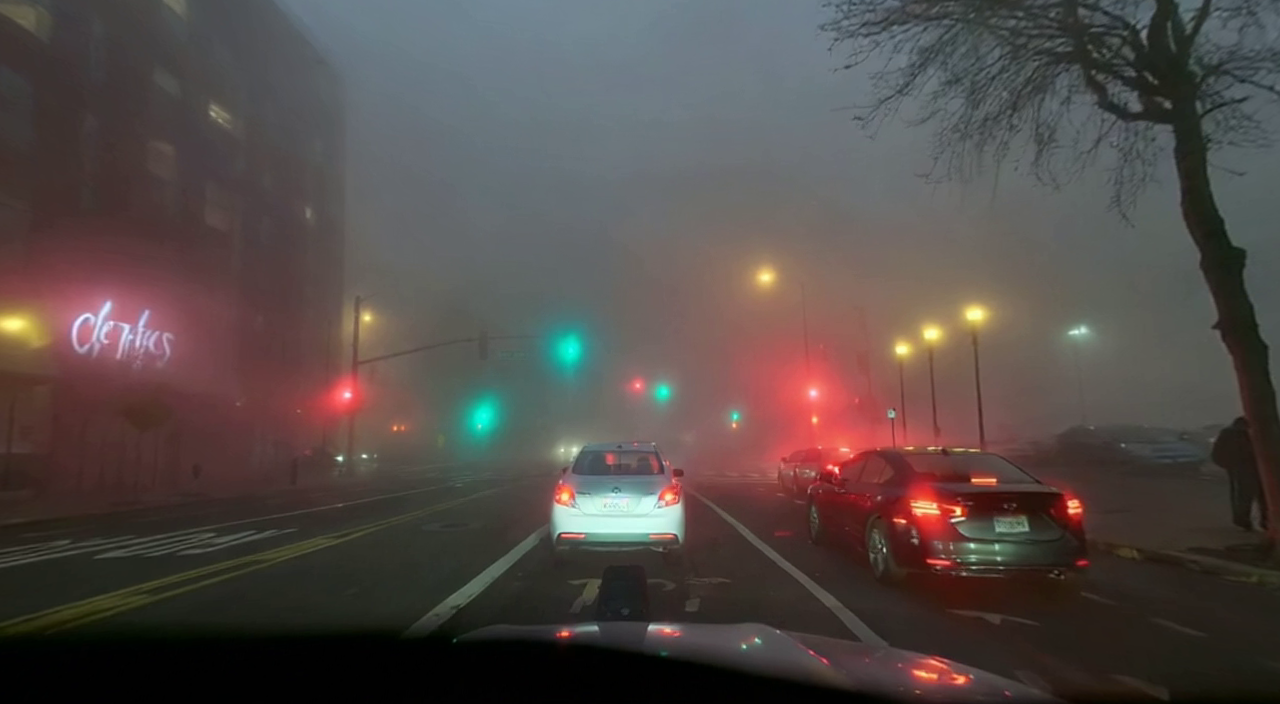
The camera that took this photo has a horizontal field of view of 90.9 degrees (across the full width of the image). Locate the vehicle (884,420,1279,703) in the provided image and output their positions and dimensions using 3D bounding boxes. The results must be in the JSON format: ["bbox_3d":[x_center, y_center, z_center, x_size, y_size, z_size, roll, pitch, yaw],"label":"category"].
[{"bbox_3d":[3.207,1.130,3.152,2.006,1.496,4.767,0,-9,-1],"label":"vehicle"}]

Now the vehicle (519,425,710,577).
[{"bbox_3d":[-0.257,1.758,8.172,1.888,1.489,3.703,0,-8,0],"label":"vehicle"}]
